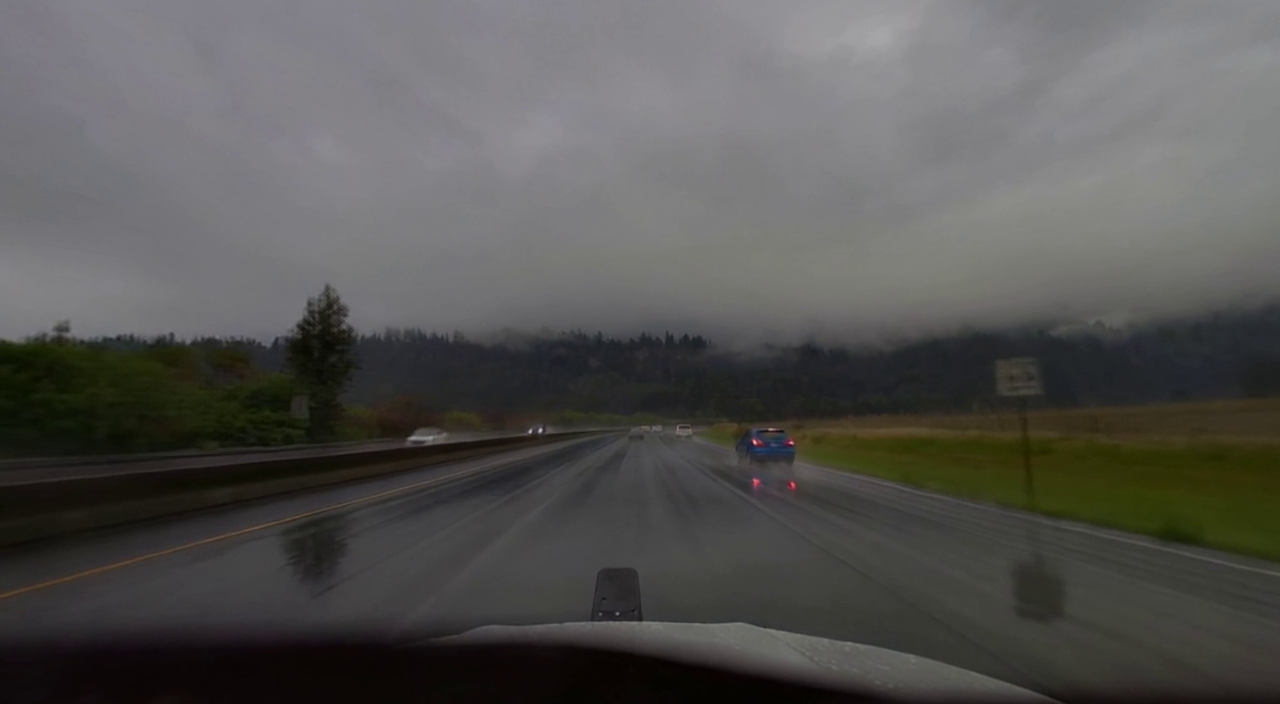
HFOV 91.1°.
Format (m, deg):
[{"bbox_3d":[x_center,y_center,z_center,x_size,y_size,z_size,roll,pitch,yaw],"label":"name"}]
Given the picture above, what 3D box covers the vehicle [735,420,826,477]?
[{"bbox_3d":[4.004,2.820,18.600,1.765,1.510,3.762,0,-8,-1],"label":"vehicle"}]
